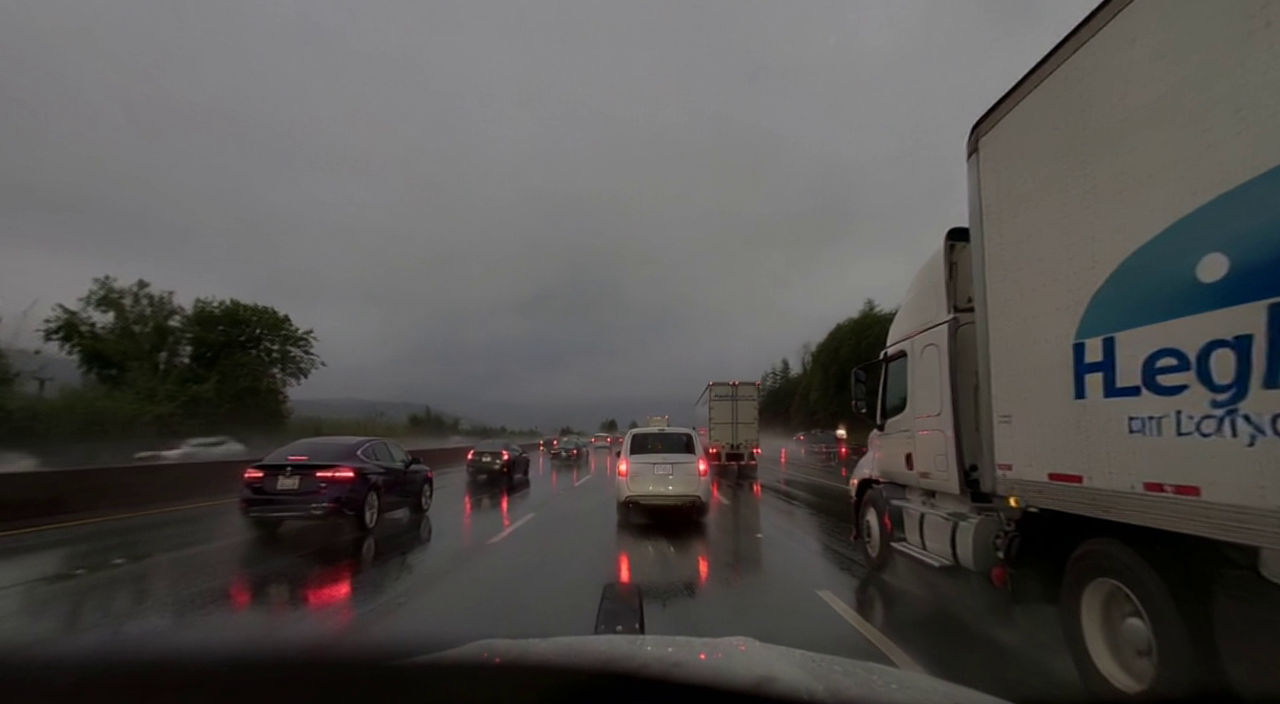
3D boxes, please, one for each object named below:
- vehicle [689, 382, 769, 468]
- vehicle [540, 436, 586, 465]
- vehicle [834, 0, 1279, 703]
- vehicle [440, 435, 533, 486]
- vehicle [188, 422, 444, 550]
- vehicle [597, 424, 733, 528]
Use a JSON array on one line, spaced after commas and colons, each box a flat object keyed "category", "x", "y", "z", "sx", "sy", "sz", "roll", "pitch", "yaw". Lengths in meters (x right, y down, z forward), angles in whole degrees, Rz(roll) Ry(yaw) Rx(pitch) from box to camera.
[{"category": "vehicle", "x": 4.801, "y": 4.424, "z": 37.269, "sx": 2.892, "sy": 4.101, "sz": 14.252, "roll": 0, "pitch": -8, "yaw": 1}, {"category": "vehicle", "x": -4.226, "y": 5.447, "z": 35.234, "sx": 1.887, "sy": 1.493, "sz": 4.411, "roll": 0, "pitch": -8, "yaw": 1}, {"category": "vehicle", "x": 4.039, "y": 0.063, "z": 5.031, "sx": 2.982, "sy": 3.860, "sz": 6.011, "roll": 0, "pitch": -8, "yaw": 0}, {"category": "vehicle", "x": -4.780, "y": 3.402, "z": 20.221, "sx": 1.880, "sy": 1.458, "sz": 3.978, "roll": 0, "pitch": -8, "yaw": 1}, {"category": "vehicle", "x": -4.458, "y": 1.850, "z": 9.426, "sx": 1.821, "sy": 1.514, "sz": 3.677, "roll": 0, "pitch": -8, "yaw": 1}, {"category": "vehicle", "x": 0.369, "y": 2.066, "z": 11.064, "sx": 1.973, "sy": 1.505, "sz": 3.568, "roll": 0, "pitch": -8, "yaw": 0}]
